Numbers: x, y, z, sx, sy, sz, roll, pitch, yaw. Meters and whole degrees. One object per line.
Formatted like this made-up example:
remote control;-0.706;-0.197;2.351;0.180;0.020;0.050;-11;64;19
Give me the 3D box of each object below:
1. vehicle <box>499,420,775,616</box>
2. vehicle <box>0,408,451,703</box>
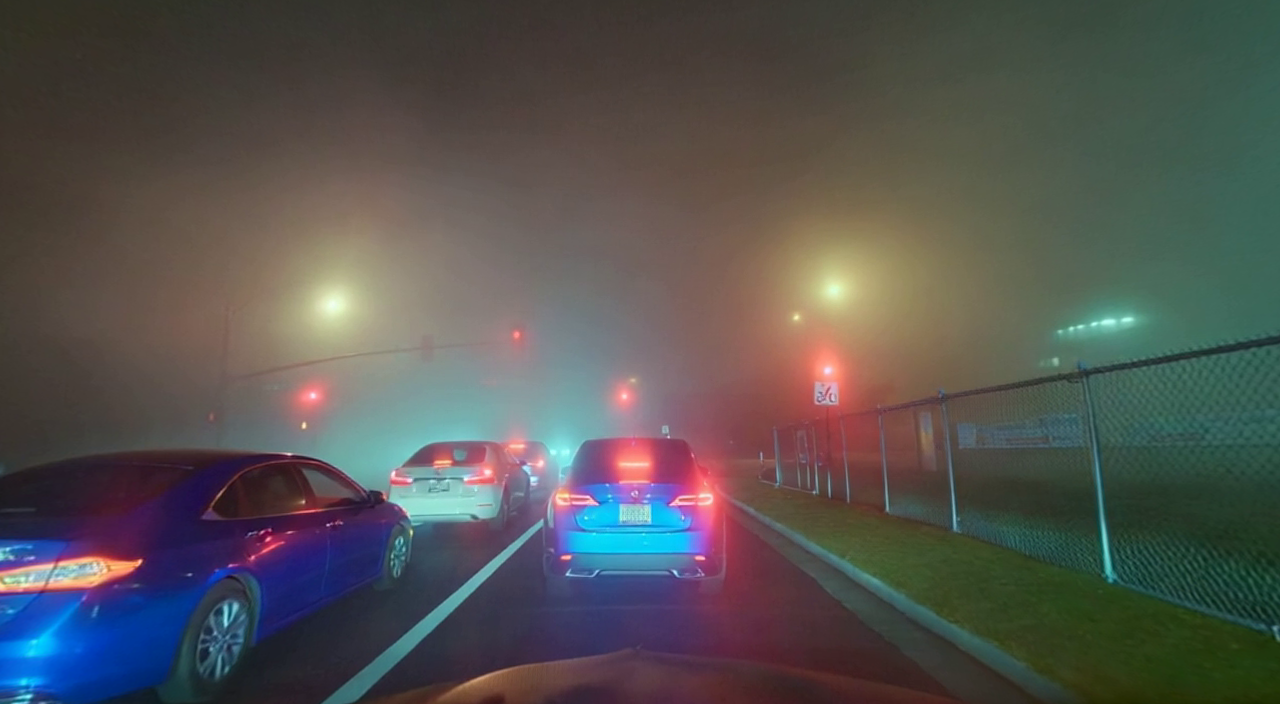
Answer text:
vehicle;-0.016;1.602;6.989;2.144;1.514;4.063;0;-9;0
vehicle;-3.209;1.318;4.861;1.971;1.488;4.581;0;-9;1
